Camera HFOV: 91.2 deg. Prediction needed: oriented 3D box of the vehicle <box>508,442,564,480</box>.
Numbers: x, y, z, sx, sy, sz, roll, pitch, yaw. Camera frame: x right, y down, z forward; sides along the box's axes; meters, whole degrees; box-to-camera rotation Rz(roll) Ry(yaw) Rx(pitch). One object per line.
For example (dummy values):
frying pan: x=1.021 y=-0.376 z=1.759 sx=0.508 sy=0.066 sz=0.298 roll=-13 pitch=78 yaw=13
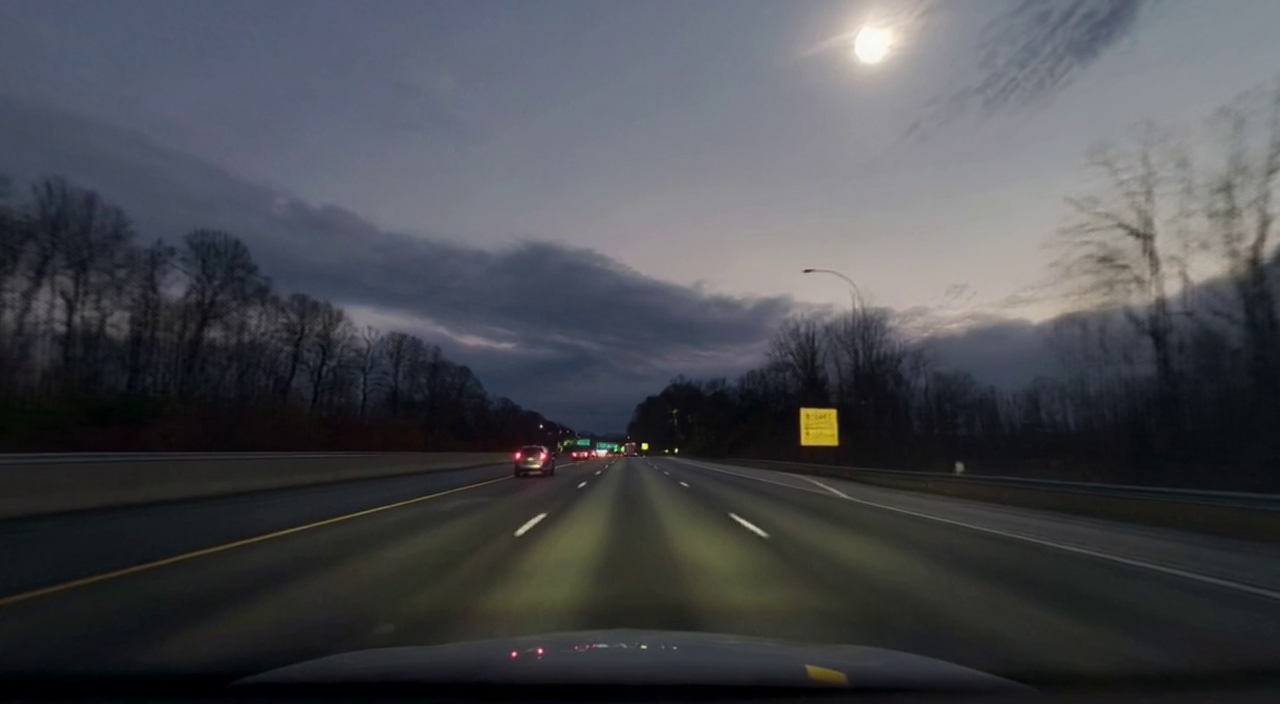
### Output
vehicle: x=-5.103 y=5.409 z=31.378 sx=2.151 sy=1.693 sz=4.201 roll=0 pitch=-9 yaw=-1
